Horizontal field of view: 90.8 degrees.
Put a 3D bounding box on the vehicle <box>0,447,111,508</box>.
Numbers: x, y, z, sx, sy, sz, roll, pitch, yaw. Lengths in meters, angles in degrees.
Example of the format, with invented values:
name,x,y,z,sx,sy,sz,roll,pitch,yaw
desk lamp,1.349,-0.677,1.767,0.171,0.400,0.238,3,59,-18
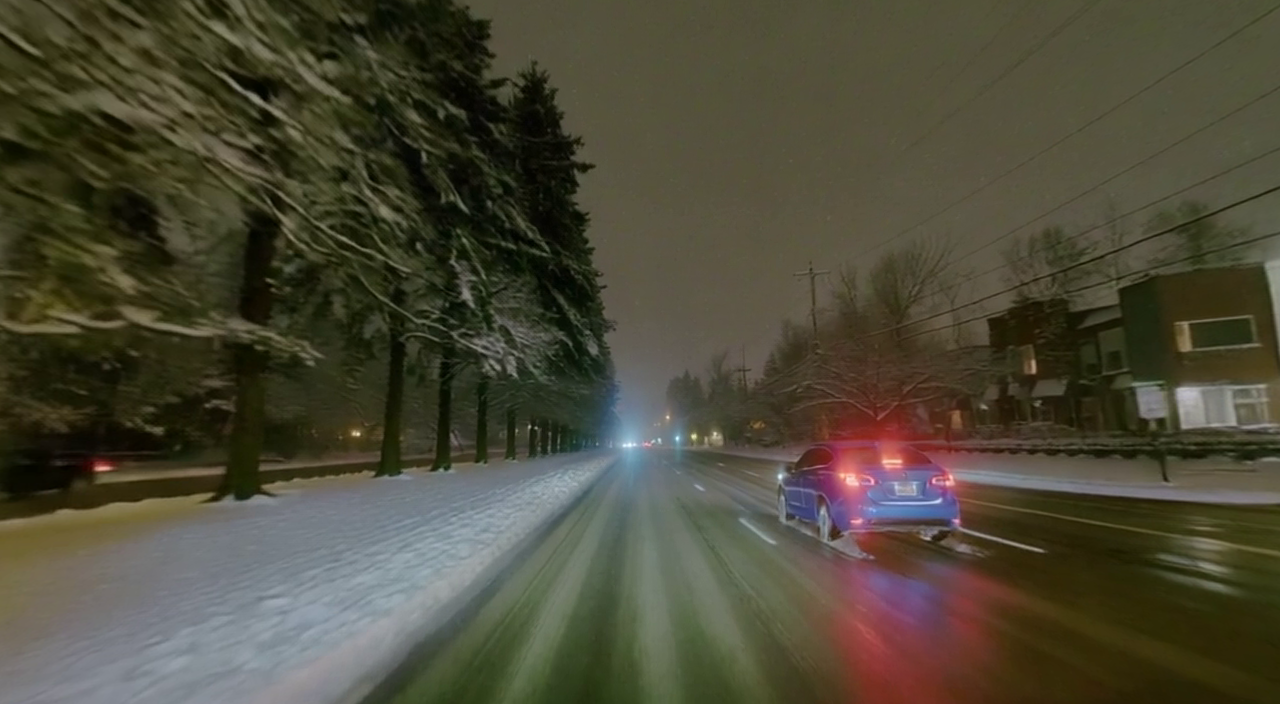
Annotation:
name,x,y,z,sx,sy,sz,roll,pitch,yaw
vehicle,-16.680,3.204,16.286,1.921,1.466,4.804,0,-8,0

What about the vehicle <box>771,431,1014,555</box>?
name,x,y,z,sx,sy,sz,roll,pitch,yaw
vehicle,3.515,2.025,9.843,1.950,1.473,4.259,0,-8,-1
